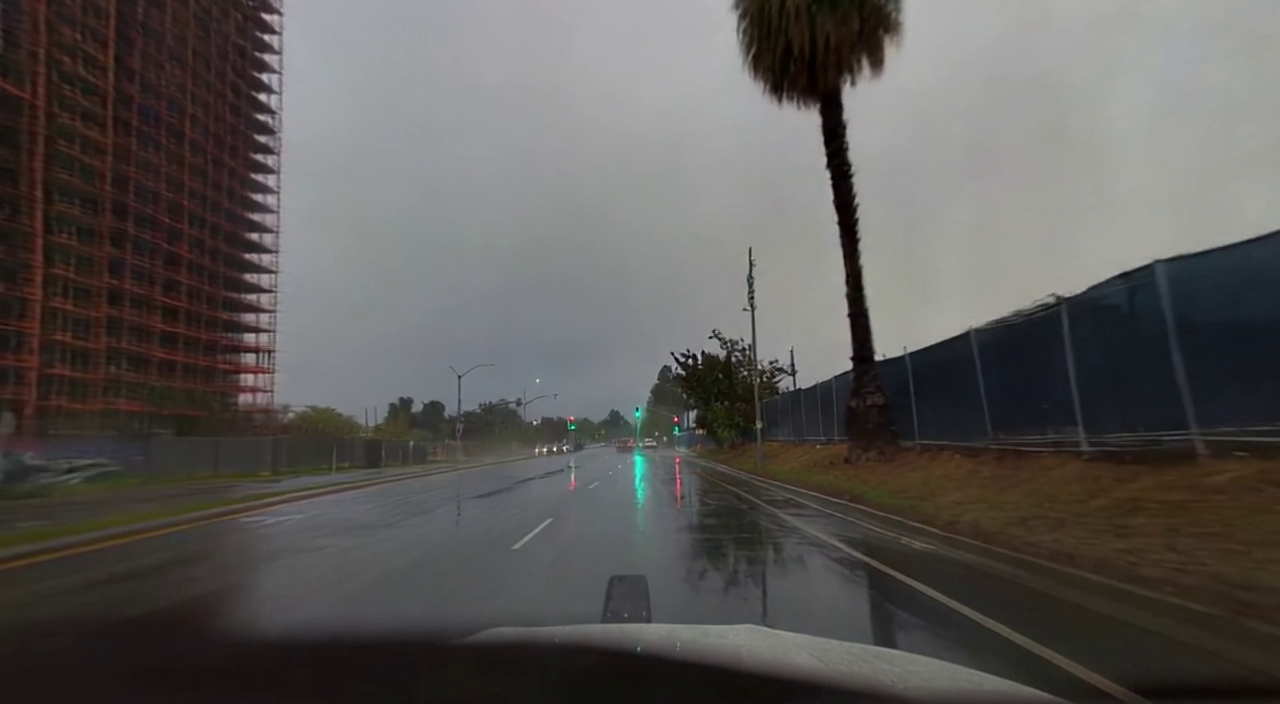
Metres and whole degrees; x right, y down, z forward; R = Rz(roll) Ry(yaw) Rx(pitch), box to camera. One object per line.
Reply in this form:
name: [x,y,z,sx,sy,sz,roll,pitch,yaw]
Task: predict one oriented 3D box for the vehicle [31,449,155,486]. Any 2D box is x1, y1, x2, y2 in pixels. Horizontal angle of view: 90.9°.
vehicle: [-29.622,6.207,34.469,2.213,1.795,5.964,1,-9,-9]
